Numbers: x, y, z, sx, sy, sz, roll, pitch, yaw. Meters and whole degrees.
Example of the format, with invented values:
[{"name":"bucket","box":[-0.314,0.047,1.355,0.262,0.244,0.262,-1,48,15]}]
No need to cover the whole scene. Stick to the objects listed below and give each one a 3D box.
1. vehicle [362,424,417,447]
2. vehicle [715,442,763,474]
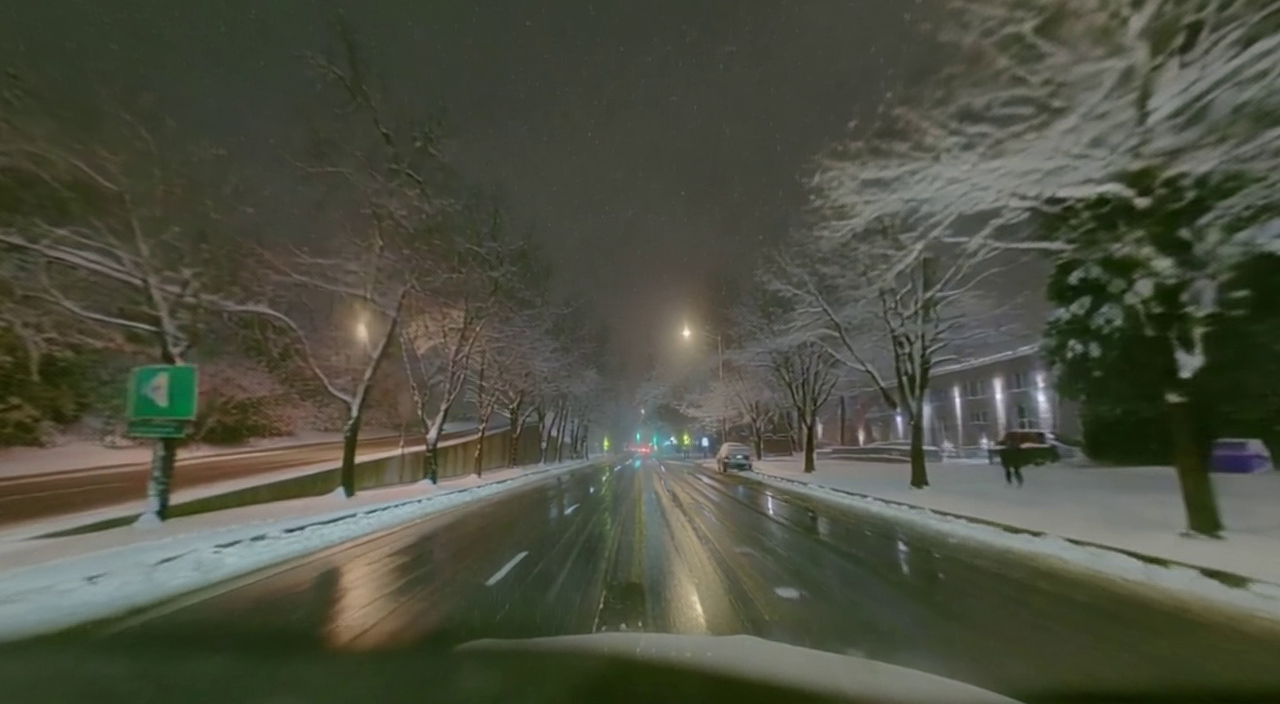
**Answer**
[{"name":"vehicle","box":[-16.958,5.733,42.957,1.960,1.436,4.584,0,-8,-1]},{"name":"vehicle","box":[6.003,6.483,38.863,2.177,1.788,5.106,0,-8,1]}]
